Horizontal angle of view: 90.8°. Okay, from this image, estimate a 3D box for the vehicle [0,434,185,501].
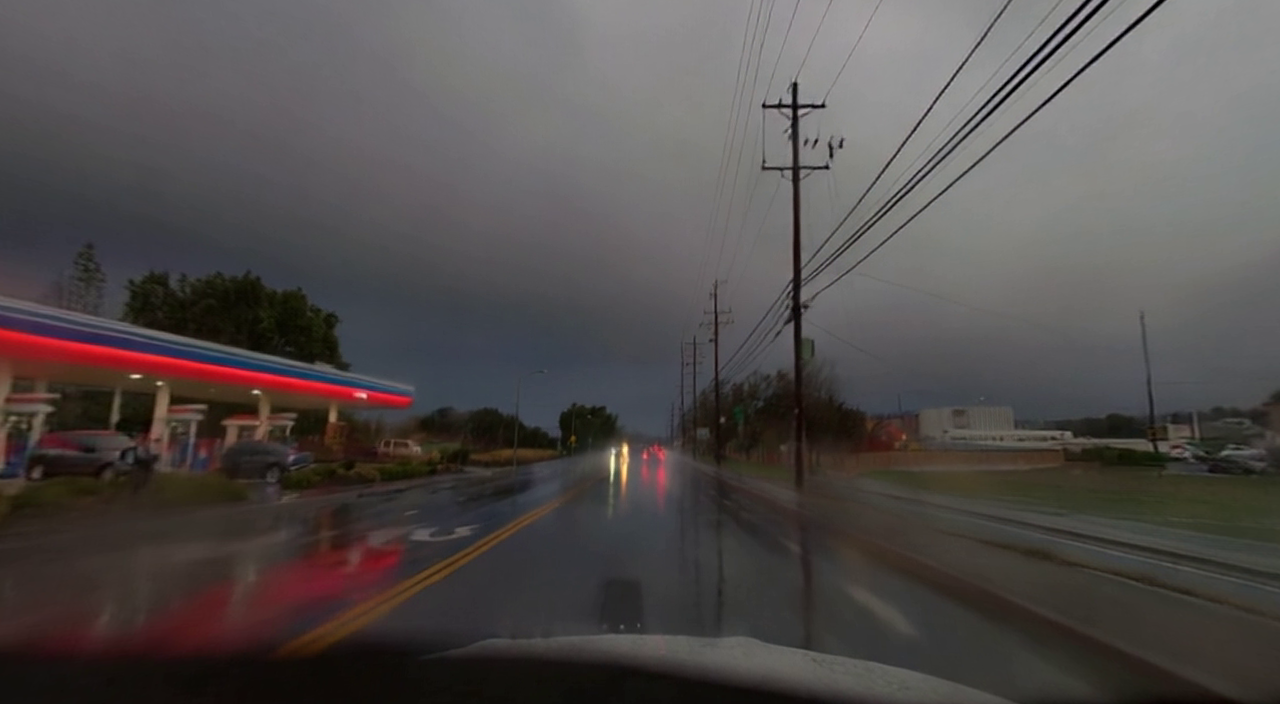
[{"bbox_3d":[-16.520,3.451,19.238,1.890,1.761,4.578,0,-9,-1],"label":"vehicle"}]

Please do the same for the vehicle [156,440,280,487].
[{"bbox_3d":[-16.942,4.481,25.686,1.928,1.708,4.344,0,-9,2],"label":"vehicle"}]

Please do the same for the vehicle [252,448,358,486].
[{"bbox_3d":[-13.834,4.754,26.447,1.947,1.435,4.606,0,-9,0],"label":"vehicle"}]
